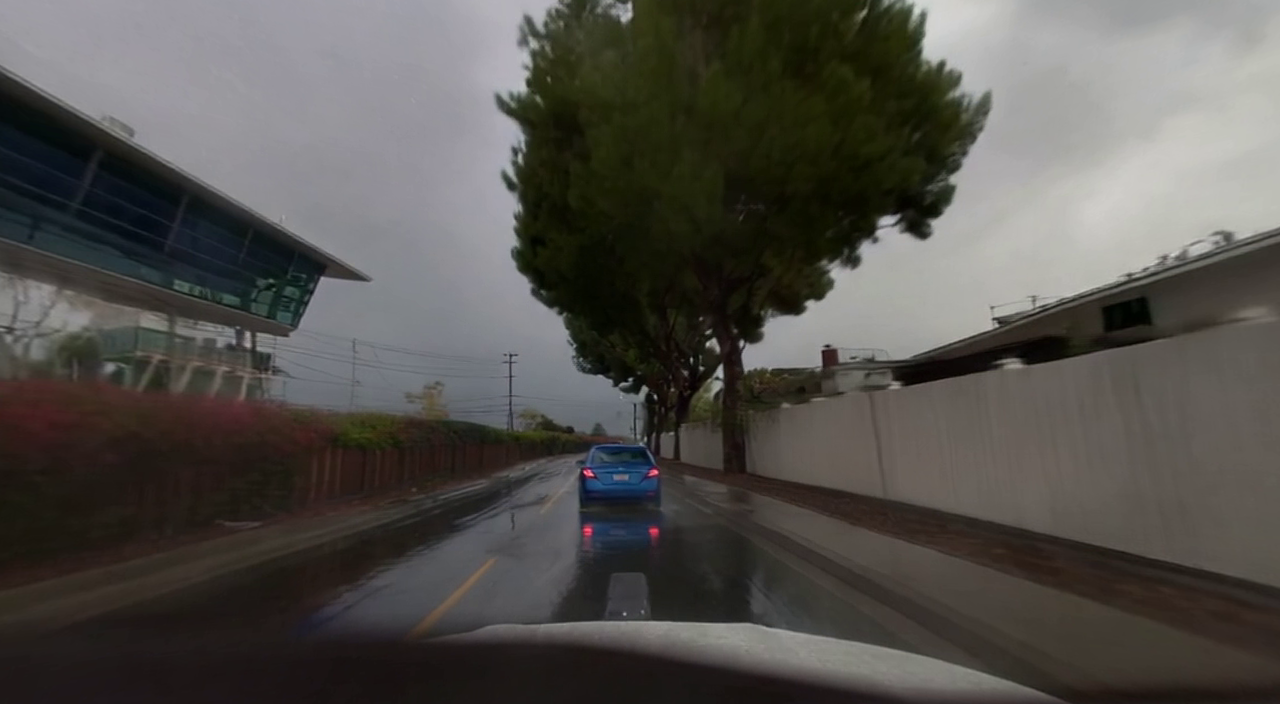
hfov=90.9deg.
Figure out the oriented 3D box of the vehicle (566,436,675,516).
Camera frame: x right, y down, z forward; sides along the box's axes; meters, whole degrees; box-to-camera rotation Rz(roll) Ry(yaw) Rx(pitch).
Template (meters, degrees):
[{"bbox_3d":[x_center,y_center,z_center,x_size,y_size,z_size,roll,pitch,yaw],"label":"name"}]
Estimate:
[{"bbox_3d":[-0.446,2.624,13.929,2.060,1.487,3.920,0,-8,-2],"label":"vehicle"}]
